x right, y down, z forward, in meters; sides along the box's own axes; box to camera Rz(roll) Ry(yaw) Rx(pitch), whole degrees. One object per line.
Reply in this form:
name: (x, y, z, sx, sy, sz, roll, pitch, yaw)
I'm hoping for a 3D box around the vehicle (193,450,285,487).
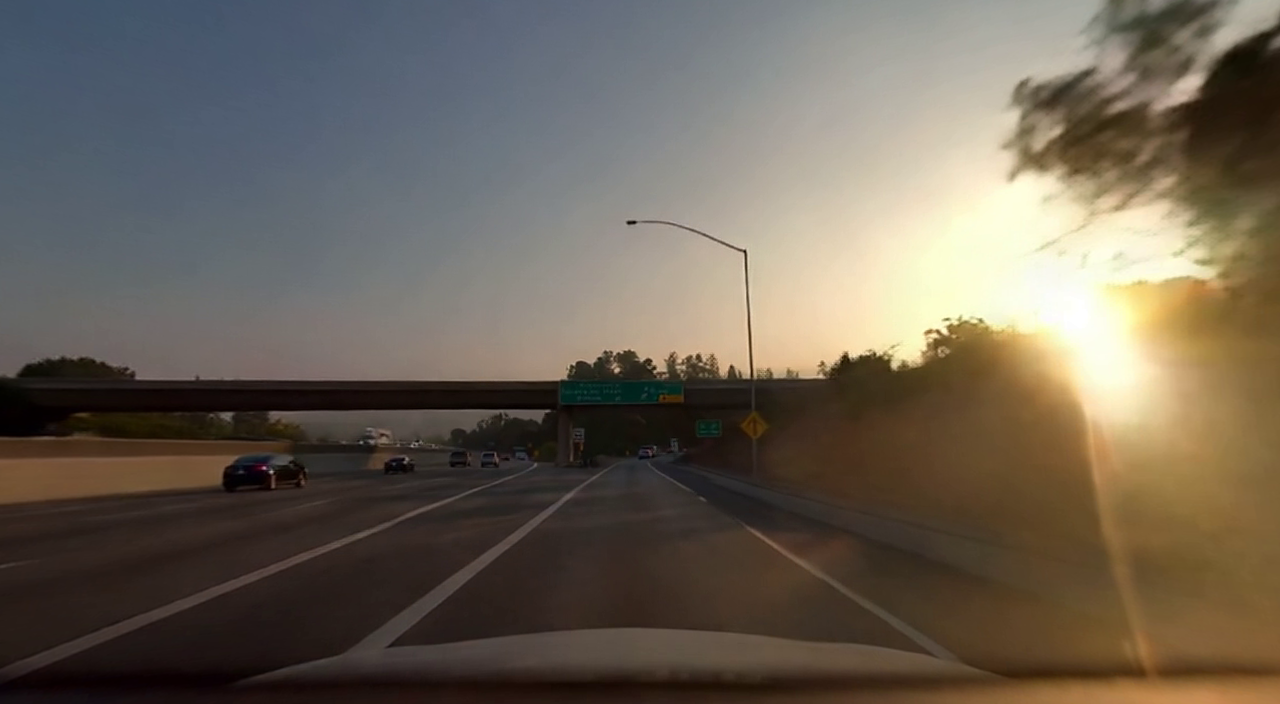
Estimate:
vehicle: (-20.112, 5.866, 31.817, 2.093, 1.735, 4.285, 1, -10, -5)
